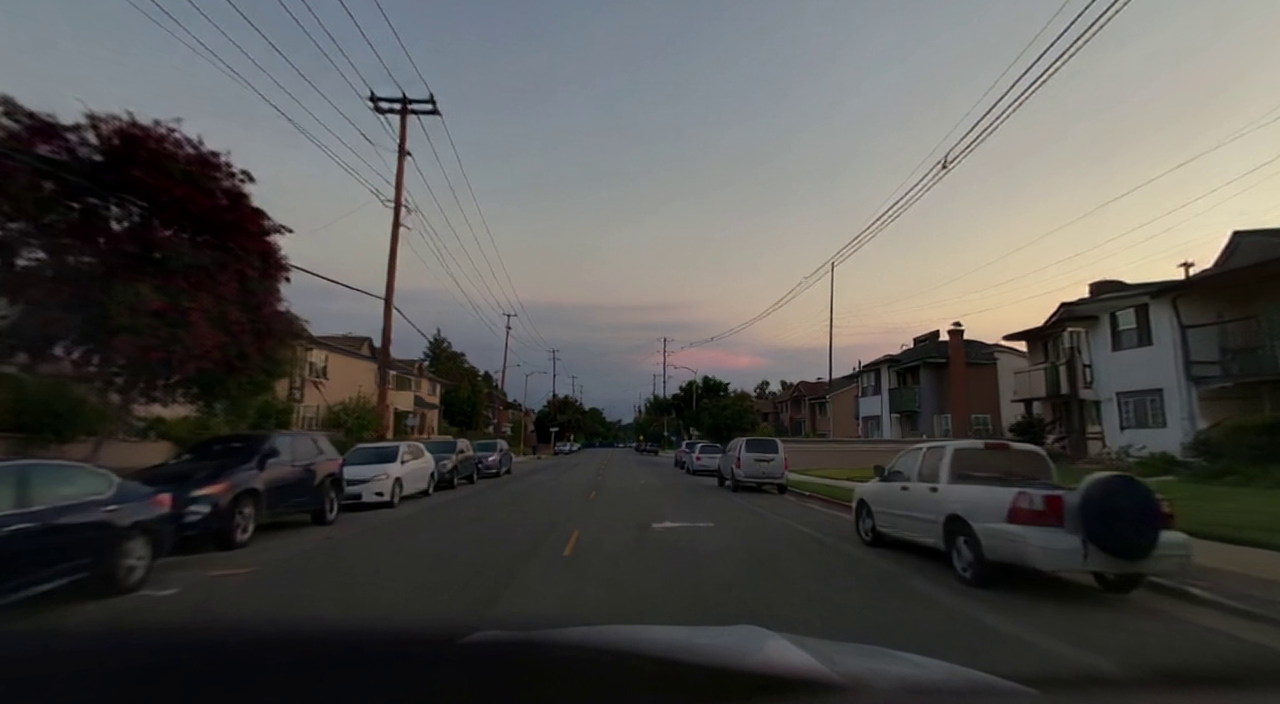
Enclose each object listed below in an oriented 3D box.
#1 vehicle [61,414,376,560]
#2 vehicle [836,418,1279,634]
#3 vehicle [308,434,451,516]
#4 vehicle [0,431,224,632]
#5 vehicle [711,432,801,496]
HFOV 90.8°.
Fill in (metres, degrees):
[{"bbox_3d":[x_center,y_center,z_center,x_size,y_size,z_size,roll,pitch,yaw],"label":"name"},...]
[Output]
[{"bbox_3d":[-6.114,1.963,10.065,2.094,1.766,4.482,1,-8,-3],"label":"vehicle"},{"bbox_3d":[4.051,1.646,7.159,1.910,1.567,4.856,0,-9,-3],"label":"vehicle"},{"bbox_3d":[-6.075,2.835,15.334,1.863,1.561,4.380,-3,-7,-4],"label":"vehicle"},{"bbox_3d":[-5.651,1.379,4.897,1.979,1.435,4.785,-2,-7,-5],"label":"vehicle"},{"bbox_3d":[3.431,3.416,19.578,1.936,1.756,4.127,0,-9,-1],"label":"vehicle"}]
